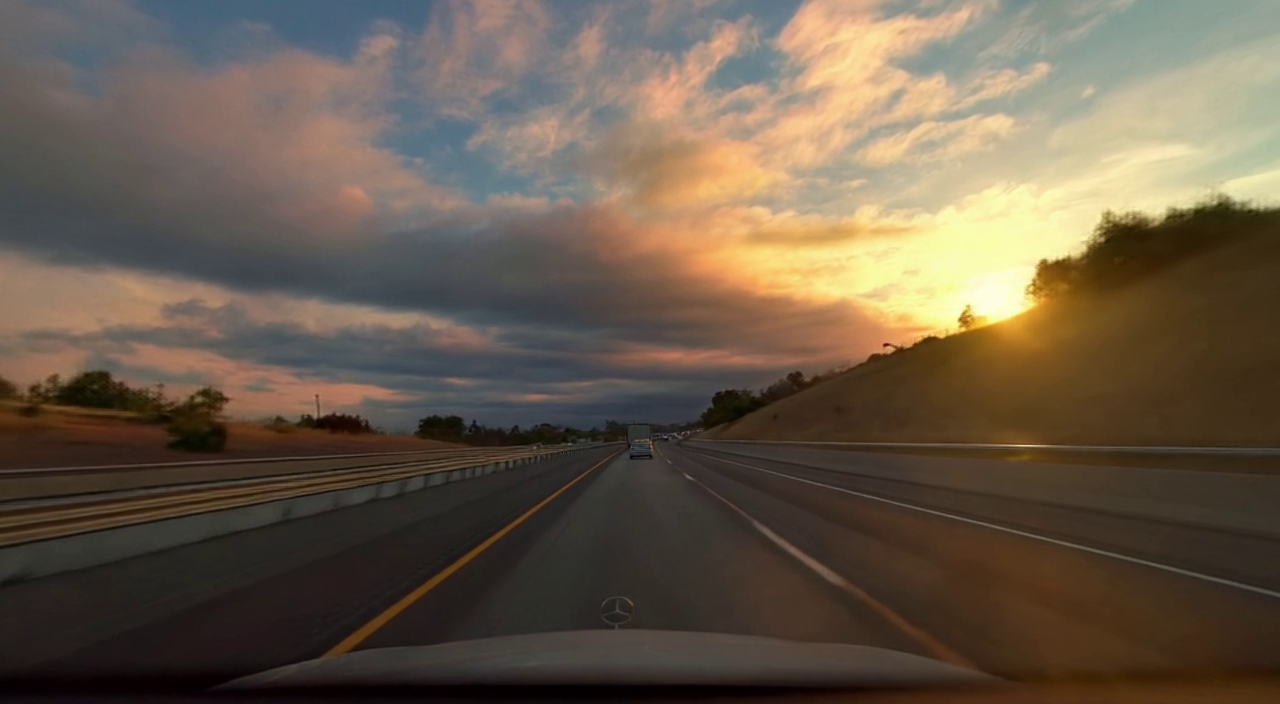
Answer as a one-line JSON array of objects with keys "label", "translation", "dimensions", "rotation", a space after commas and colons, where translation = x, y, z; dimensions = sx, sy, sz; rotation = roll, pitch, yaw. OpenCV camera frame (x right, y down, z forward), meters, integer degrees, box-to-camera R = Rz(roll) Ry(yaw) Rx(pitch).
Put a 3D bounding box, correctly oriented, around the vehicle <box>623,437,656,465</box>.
[{"label": "vehicle", "translation": [-0.060, 6.554, 41.779], "dimensions": [2.059, 1.696, 4.165], "rotation": [0, -8, 0]}]
